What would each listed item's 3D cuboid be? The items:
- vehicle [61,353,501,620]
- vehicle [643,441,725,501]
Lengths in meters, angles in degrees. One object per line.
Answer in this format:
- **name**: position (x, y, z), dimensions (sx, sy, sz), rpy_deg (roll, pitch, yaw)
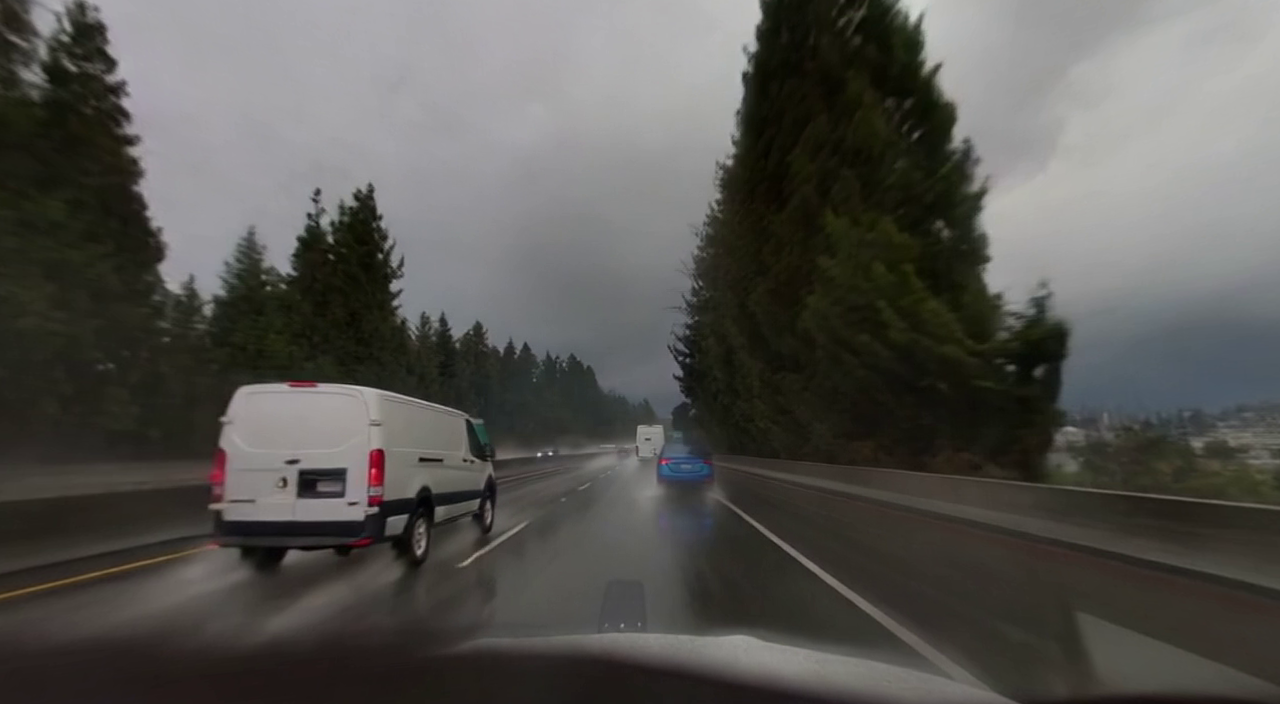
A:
- **vehicle**: position (-3.285, 1.397, 7.369), dimensions (2.217, 2.033, 4.975), rpy_deg (0, -9, -1)
- **vehicle**: position (1.100, 3.249, 17.545), dimensions (2.012, 1.485, 3.649), rpy_deg (0, -9, 0)
